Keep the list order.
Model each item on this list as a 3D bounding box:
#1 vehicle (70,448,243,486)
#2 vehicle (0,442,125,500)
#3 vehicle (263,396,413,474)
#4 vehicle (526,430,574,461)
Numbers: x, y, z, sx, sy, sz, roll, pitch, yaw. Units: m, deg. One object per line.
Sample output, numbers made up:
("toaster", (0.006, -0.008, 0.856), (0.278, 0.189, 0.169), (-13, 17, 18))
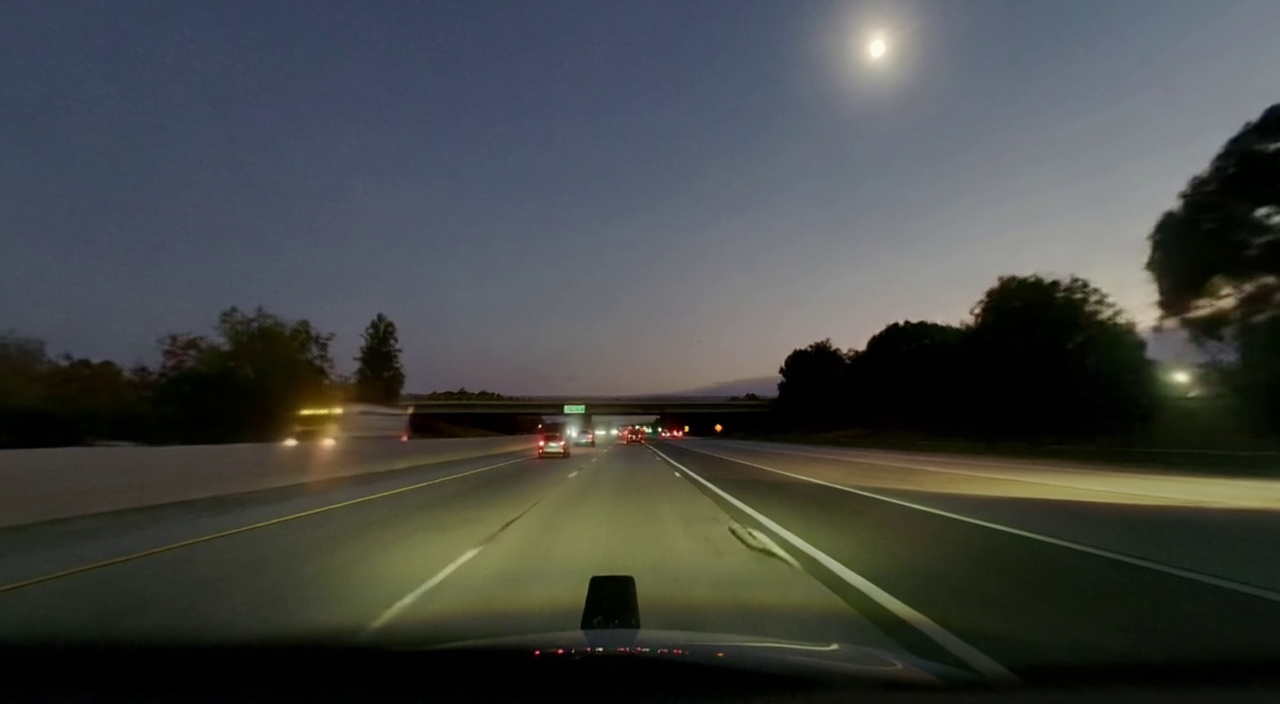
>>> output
("vehicle", (-17.624, 4.214, 23.467), (2.187, 1.138, 5.521), (0, -8, -1))
("vehicle", (-17.452, 3.320, 18.021), (1.752, 1.452, 4.406), (0, -8, -1))
("vehicle", (-13.372, 3.805, 28.916), (2.867, 3.047, 8.034), (0, -8, 0))
("vehicle", (-4.597, 4.805, 32.641), (1.933, 1.473, 4.023), (0, -8, -1))
